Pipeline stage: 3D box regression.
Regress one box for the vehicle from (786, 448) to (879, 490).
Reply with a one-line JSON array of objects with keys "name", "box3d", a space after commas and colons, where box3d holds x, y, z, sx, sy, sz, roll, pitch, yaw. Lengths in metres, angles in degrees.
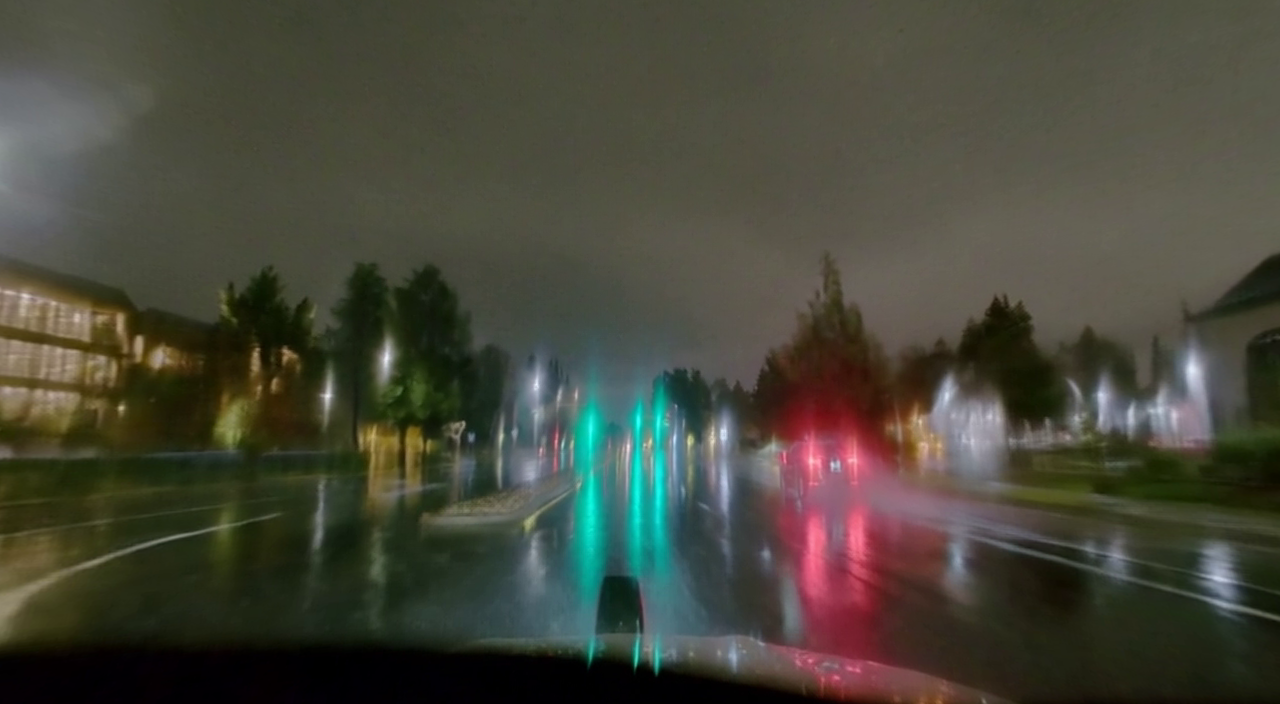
[{"name": "vehicle", "box3d": [7.264, 4.437, 24.246, 2.054, 1.421, 4.487, 0, -9, -1]}]
